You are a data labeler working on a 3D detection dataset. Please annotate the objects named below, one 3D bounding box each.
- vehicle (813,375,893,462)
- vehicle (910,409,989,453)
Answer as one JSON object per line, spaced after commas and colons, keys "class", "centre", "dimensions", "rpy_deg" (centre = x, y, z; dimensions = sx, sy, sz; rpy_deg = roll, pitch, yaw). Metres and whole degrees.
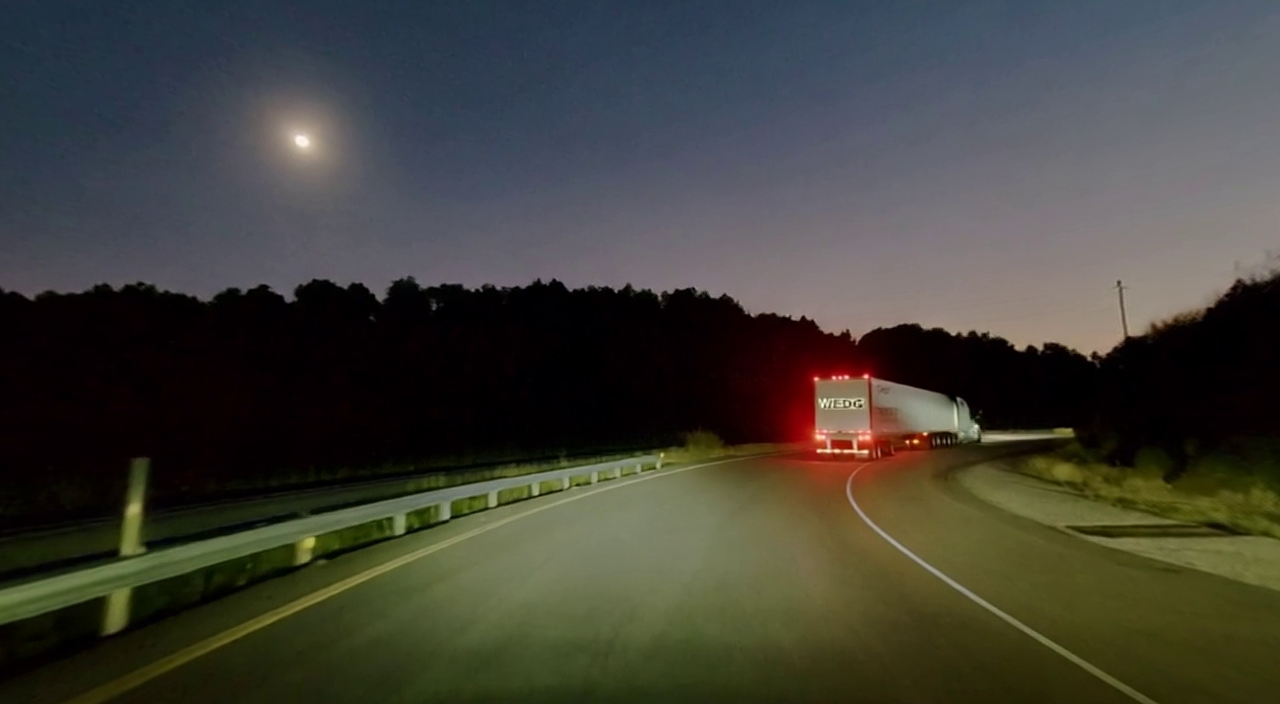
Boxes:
{"class": "vehicle", "centre": [9.997, 3.164, 29.444], "dimensions": [2.963, 3.771, 3.137], "rpy_deg": [-4, -9, 27]}
{"class": "vehicle", "centre": [19.781, 5.060, 39.957], "dimensions": [6.650, 2.524, 2.120], "rpy_deg": [7, -10, -42]}
